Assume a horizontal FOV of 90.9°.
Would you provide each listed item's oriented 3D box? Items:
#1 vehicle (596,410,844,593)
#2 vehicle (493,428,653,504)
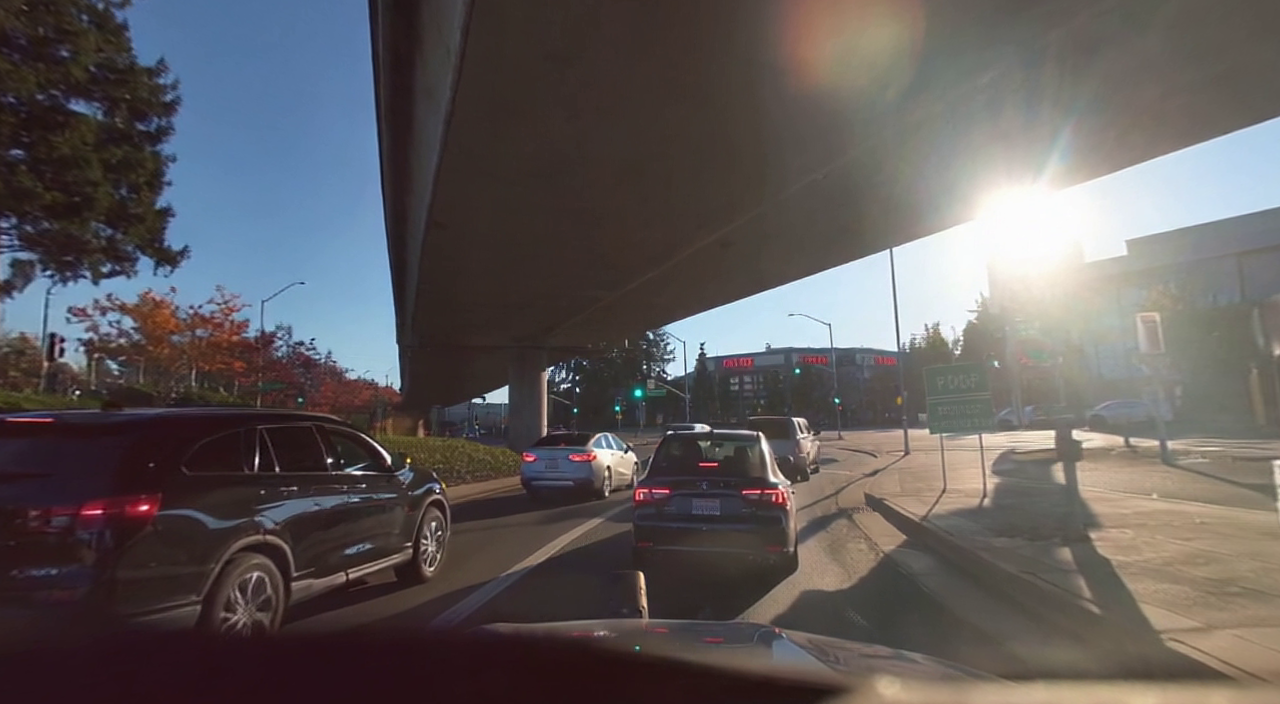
[{"bbox_3d":[1.044,1.637,7.839,2.195,1.571,4.353,-2,-8,10],"label":"vehicle"},{"bbox_3d":[-1.356,2.655,15.187,2.214,1.519,4.704,-3,-9,15],"label":"vehicle"}]
